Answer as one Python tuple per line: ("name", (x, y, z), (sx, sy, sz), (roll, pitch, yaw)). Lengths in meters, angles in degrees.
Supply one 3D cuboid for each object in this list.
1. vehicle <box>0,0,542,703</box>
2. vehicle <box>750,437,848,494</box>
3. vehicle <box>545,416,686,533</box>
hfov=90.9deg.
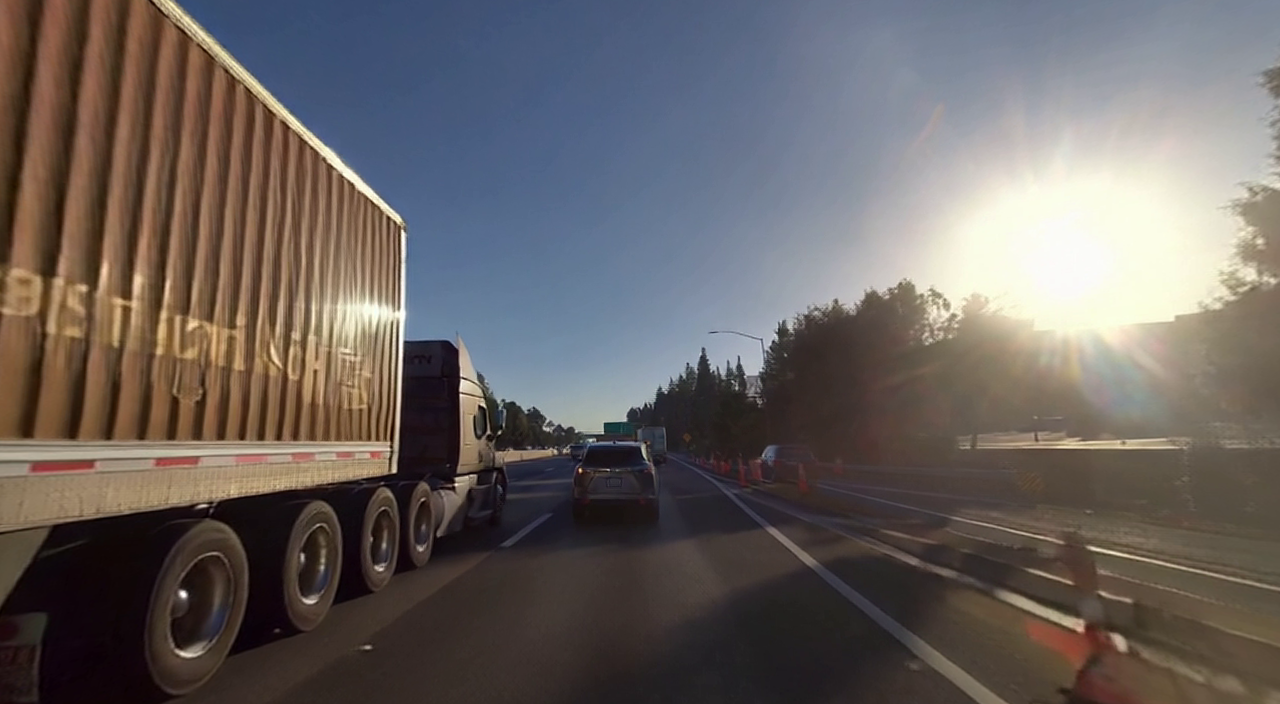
("vehicle", (-3.687, 0.184, 6.080), (2.857, 4.063, 16.026), (0, -8, 0))
("vehicle", (4.816, 3.501, 19.744), (1.937, 1.601, 3.798), (0, -9, -2))
("vehicle", (-0.363, 2.192, 11.719), (2.152, 1.779, 3.924), (0, -9, 0))
